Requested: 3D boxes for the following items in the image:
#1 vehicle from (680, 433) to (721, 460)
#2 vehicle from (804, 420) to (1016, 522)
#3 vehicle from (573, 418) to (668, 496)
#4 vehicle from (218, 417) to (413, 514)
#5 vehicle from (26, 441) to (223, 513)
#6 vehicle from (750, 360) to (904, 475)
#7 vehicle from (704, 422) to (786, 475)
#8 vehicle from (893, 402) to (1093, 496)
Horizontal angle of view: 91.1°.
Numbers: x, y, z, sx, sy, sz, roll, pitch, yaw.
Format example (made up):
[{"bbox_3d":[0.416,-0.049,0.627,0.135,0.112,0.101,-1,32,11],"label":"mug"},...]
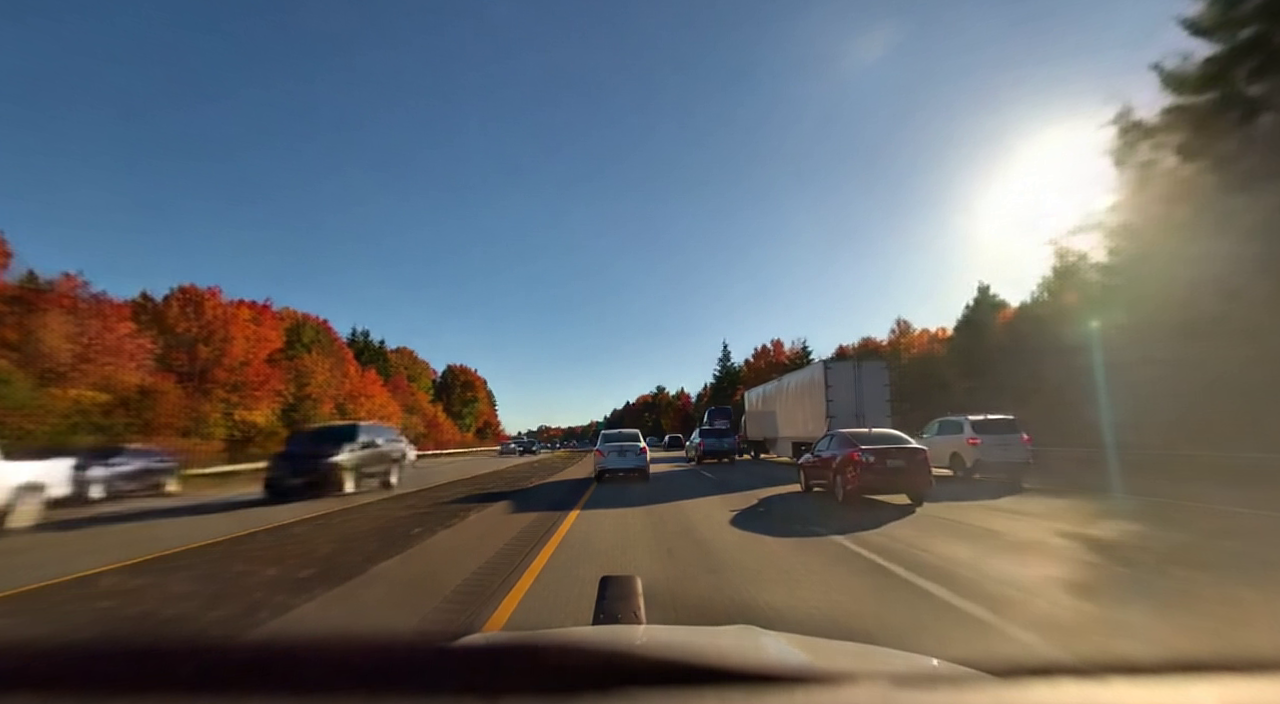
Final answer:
[{"bbox_3d":[3.456,5.448,36.425,1.865,1.471,3.916,0,-8,-2],"label":"vehicle"},{"bbox_3d":[4.611,2.065,11.564,2.040,1.523,4.068,0,-8,-1],"label":"vehicle"},{"bbox_3d":[-0.488,2.613,16.115,2.087,1.709,4.455,0,-8,-1],"label":"vehicle"},{"bbox_3d":[-7.927,2.787,16.177,2.243,2.051,5.305,0,-8,-1],"label":"vehicle"},{"bbox_3d":[-15.038,3.607,18.781,2.016,1.837,4.553,0,-8,0],"label":"vehicle"},{"bbox_3d":[7.814,3.178,29.125,2.867,4.066,13.802,0,-7,0],"label":"vehicle"},{"bbox_3d":[3.615,3.421,22.461,2.147,1.707,3.963,0,-8,-2],"label":"vehicle"},{"bbox_3d":[8.443,2.371,15.704,2.116,1.965,4.691,0,-8,-2],"label":"vehicle"}]
